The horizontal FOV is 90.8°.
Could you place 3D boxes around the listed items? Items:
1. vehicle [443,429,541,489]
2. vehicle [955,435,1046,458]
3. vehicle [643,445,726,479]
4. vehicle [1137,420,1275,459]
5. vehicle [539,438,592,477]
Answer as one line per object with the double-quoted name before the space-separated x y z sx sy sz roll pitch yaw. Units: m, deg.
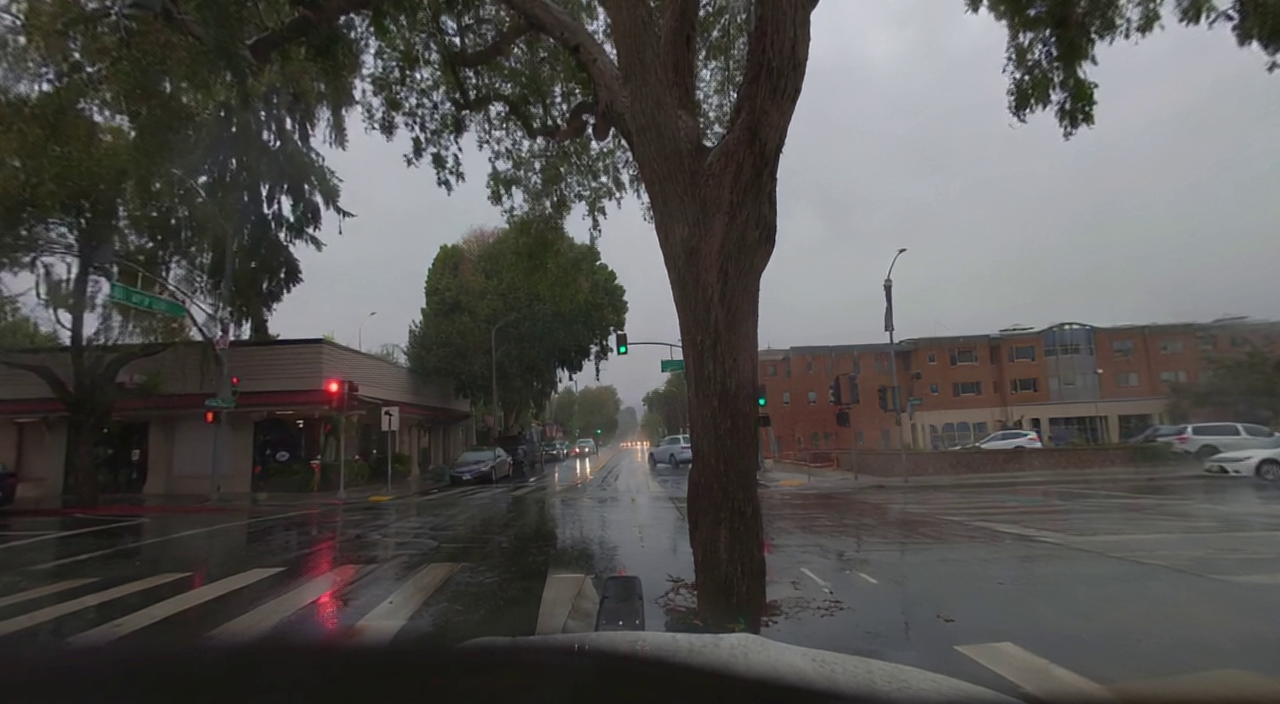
"vehicle" -6.499 4.832 28.967 2.896 2.339 7.322 0 -9 -1
"vehicle" 24.971 6.553 43.829 5.172 1.515 1.851 0 -9 -2
"vehicle" 2.067 5.321 30.899 2.056 1.493 4.535 4 -9 -25
"vehicle" 33.268 5.158 37.229 5.969 2.149 2.331 0 -9 -3
"vehicle" -3.647 5.277 31.914 2.120 1.783 4.788 0 -9 0
